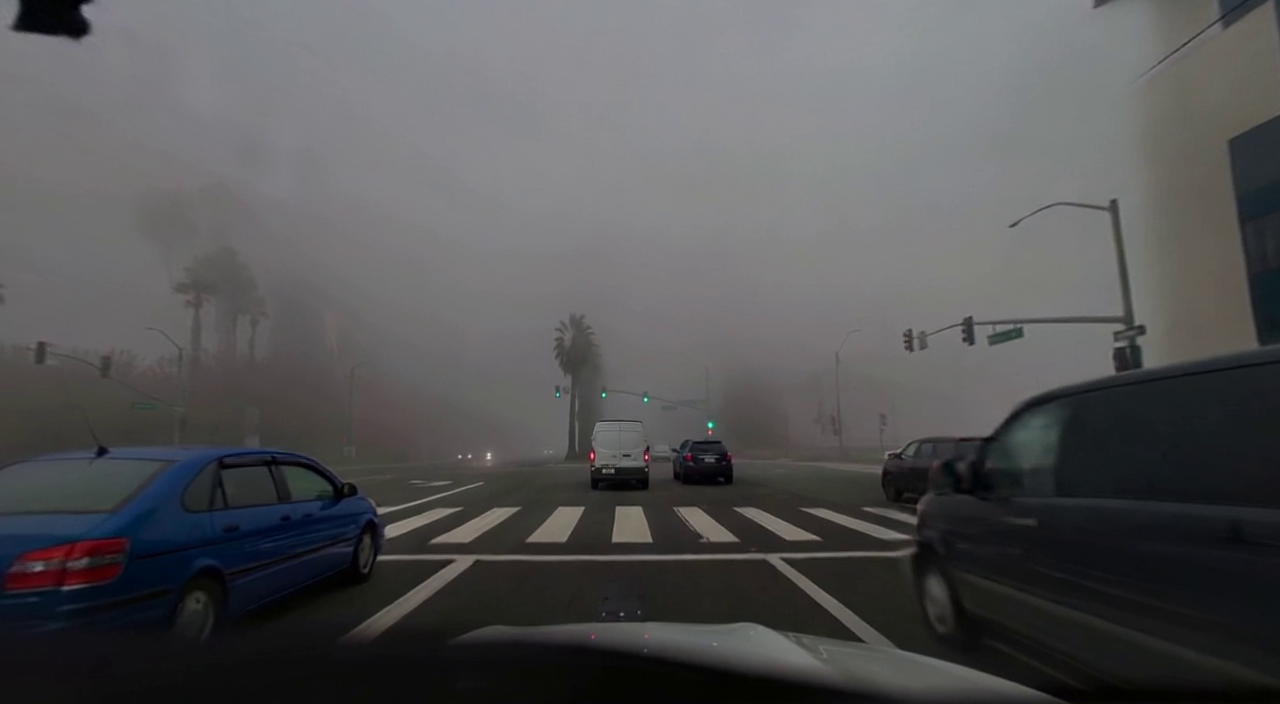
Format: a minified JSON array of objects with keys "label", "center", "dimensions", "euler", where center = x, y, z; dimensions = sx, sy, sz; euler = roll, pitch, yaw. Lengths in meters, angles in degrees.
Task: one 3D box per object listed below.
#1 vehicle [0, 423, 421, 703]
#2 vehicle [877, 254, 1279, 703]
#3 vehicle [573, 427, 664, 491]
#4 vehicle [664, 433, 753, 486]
[{"label":"vehicle","center":[-3.642,1.408,5.330],"dimensions":[1.997,1.430,4.655],"euler":[0,-9,-1]},{"label":"vehicle","center":[2.932,0.733,2.369],"dimensions":[2.200,1.847,4.618],"euler":[0,-9,-1]},{"label":"vehicle","center":[-0.801,3.786,22.768],"dimensions":[2.848,1.991,5.706],"euler":[0,-9,-2]},{"label":"vehicle","center":[2.371,3.950,23.456],"dimensions":[2.462,1.736,4.899],"euler":[0,-9,-3]}]
